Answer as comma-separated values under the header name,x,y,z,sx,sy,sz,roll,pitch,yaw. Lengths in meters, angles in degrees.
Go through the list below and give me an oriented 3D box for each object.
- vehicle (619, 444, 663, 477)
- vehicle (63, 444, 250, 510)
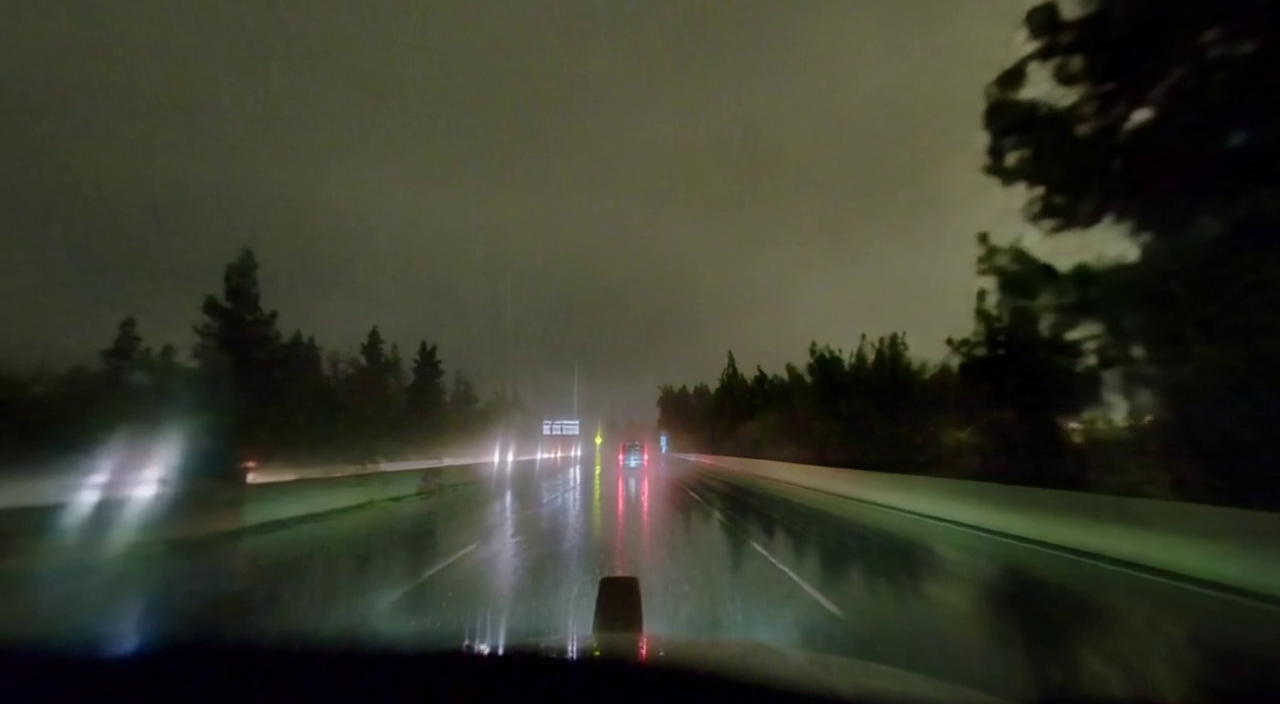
name,x,y,z,sx,sy,sz,roll,pitch,yaw
vehicle,0.036,5.511,32.045,2.095,1.537,4.017,0,-9,-1
vehicle,-14.005,3.609,18.597,1.970,1.692,4.464,0,-9,0
